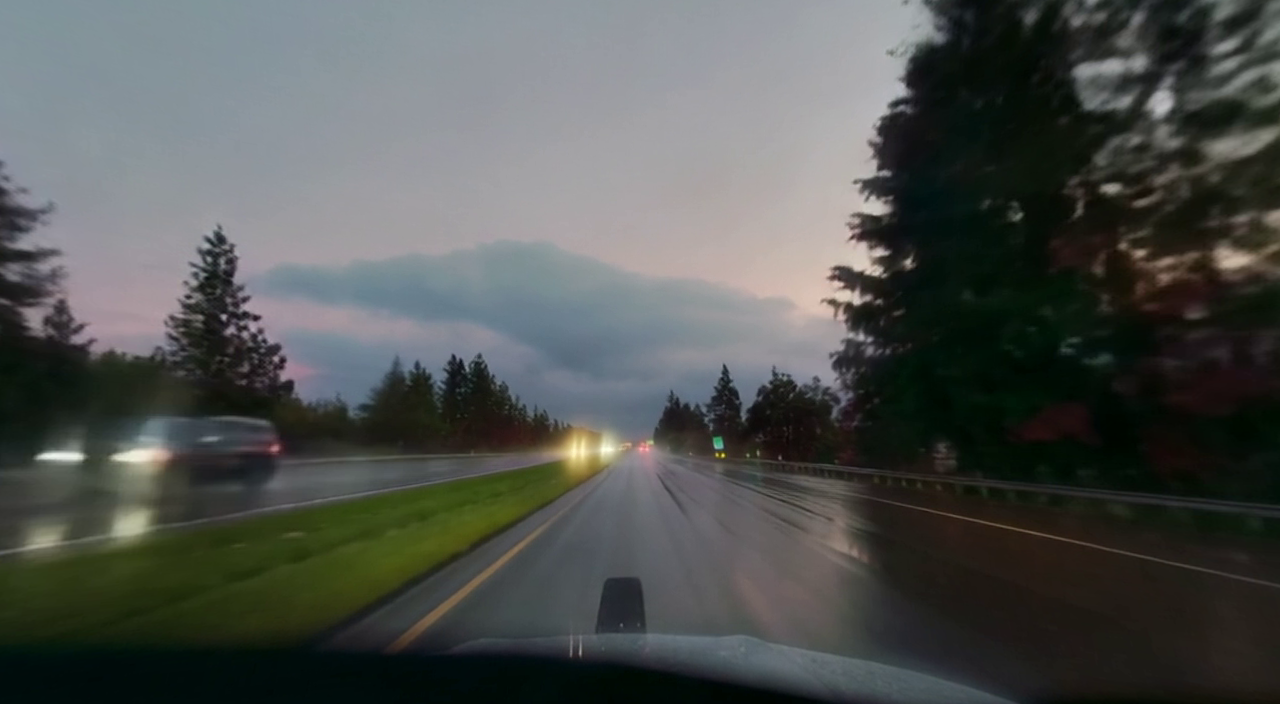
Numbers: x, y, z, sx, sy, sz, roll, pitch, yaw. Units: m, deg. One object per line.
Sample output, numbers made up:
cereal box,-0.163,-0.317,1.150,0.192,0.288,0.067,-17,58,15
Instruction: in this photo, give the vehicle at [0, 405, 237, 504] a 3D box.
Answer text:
vehicle,-12.160,2.369,14.741,2.133,1.882,5.138,0,-9,-1
